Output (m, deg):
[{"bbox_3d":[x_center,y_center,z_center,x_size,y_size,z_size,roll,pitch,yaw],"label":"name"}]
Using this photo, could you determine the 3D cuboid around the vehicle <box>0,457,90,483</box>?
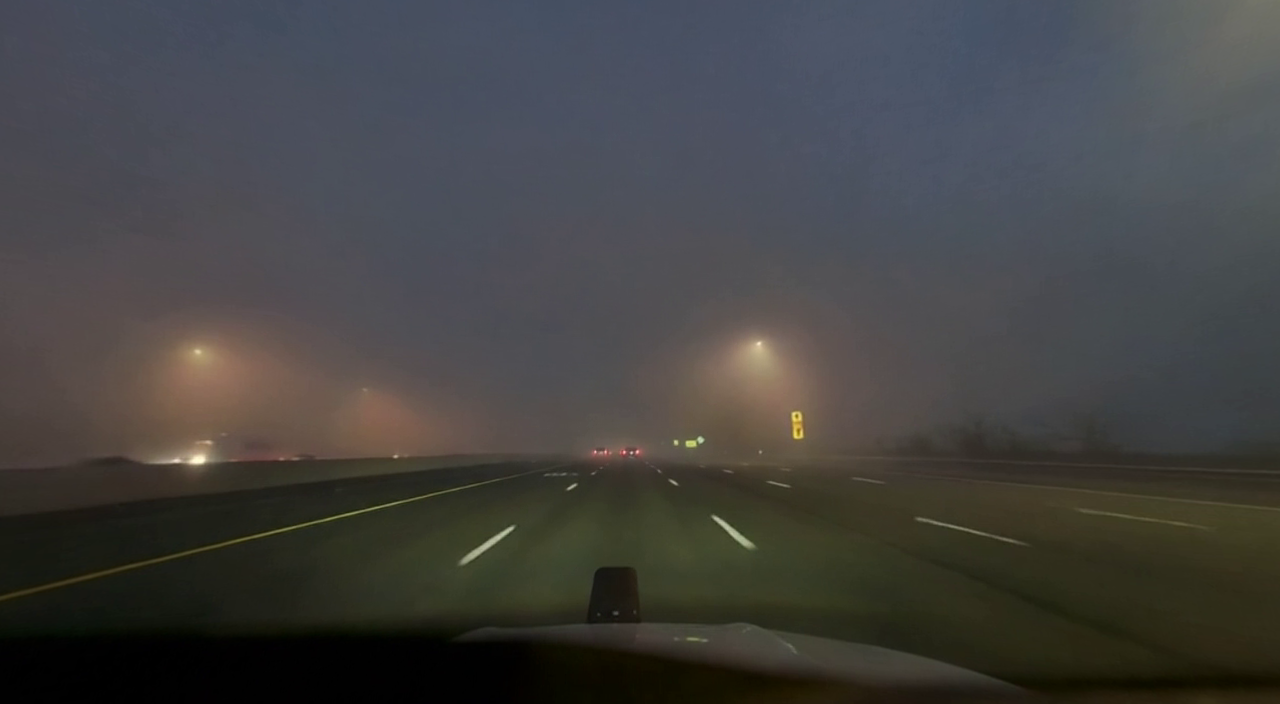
[{"bbox_3d":[-40.931,8.070,43.436,1.888,1.548,4.818,0,-9,1],"label":"vehicle"}]
